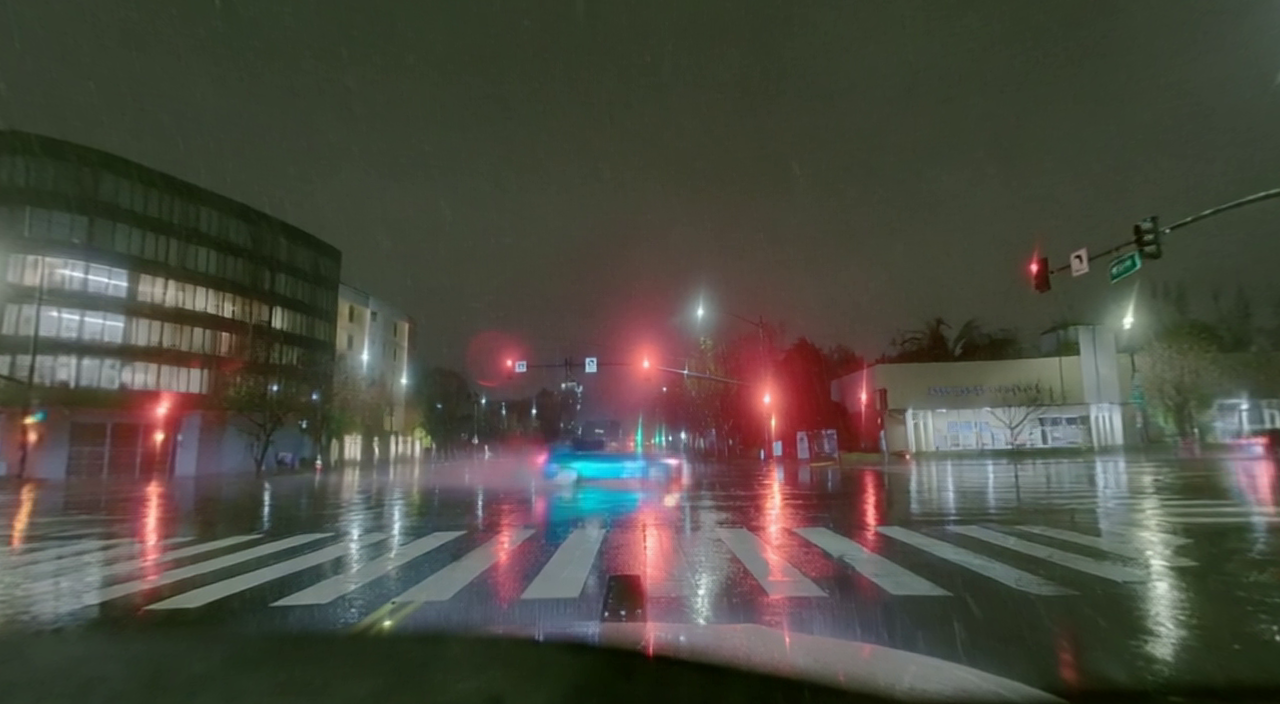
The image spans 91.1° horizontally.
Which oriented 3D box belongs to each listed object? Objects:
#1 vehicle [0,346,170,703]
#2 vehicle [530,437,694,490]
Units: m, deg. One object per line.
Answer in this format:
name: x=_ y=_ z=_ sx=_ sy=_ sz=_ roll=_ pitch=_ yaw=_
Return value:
vehicle: x=-3.634 y=0.614 z=1.065 sx=2.109 sy=1.692 sz=4.587 roll=0 pitch=-8 yaw=0
vehicle: x=-0.778 y=3.253 z=18.438 sx=4.551 sy=1.454 sz=1.941 roll=0 pitch=-8 yaw=0
